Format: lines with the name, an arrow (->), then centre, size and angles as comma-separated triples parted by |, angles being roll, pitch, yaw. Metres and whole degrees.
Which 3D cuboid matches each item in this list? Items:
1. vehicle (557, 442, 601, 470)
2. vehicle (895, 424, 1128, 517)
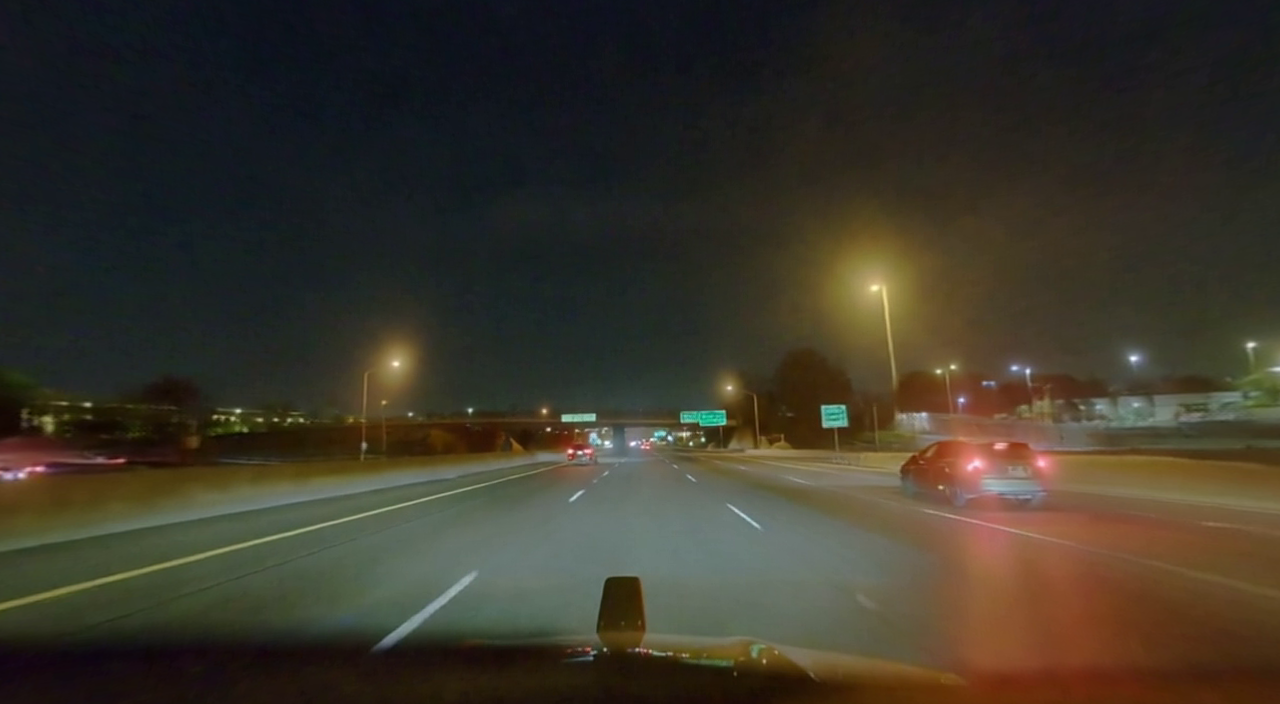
vehicle -> -3.530, 6.150, 37.218 | 2.055, 1.533, 4.604 | -1, -8, 1
vehicle -> 7.525, 2.439, 13.496 | 2.032, 1.601, 4.863 | 0, -8, 0
